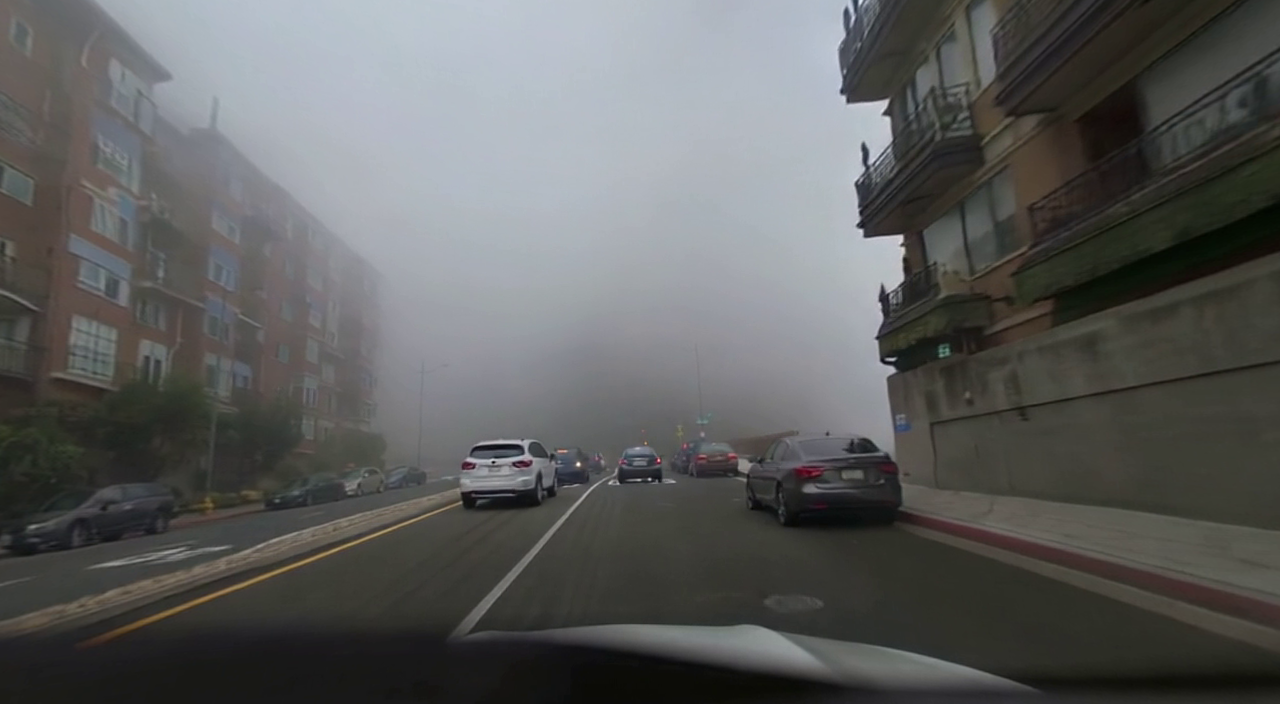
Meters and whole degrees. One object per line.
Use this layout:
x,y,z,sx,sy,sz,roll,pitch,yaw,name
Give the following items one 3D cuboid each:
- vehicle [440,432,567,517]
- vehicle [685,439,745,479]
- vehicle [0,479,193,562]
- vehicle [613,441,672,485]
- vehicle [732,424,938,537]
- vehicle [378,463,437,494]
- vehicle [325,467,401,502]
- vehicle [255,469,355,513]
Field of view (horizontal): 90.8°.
-3.046,2.834,15.146,2.065,1.705,4.353,0,-8,0,vehicle
2.977,4.370,26.044,1.933,1.501,4.349,0,-8,0,vehicle
-13.837,4.168,16.175,1.839,1.594,4.055,0,-8,-1,vehicle
0.076,4.130,23.785,2.026,1.496,3.701,0,-8,0,vehicle
3.030,2.116,11.107,2.077,1.532,4.694,0,-8,-1,vehicle
-13.892,7.598,38.014,1.835,1.476,4.532,-7,-11,-2,vehicle
-13.803,6.603,31.768,1.752,1.479,4.575,0,-8,0,vehicle
-13.937,5.781,26.597,1.844,1.499,4.421,0,-8,-1,vehicle
